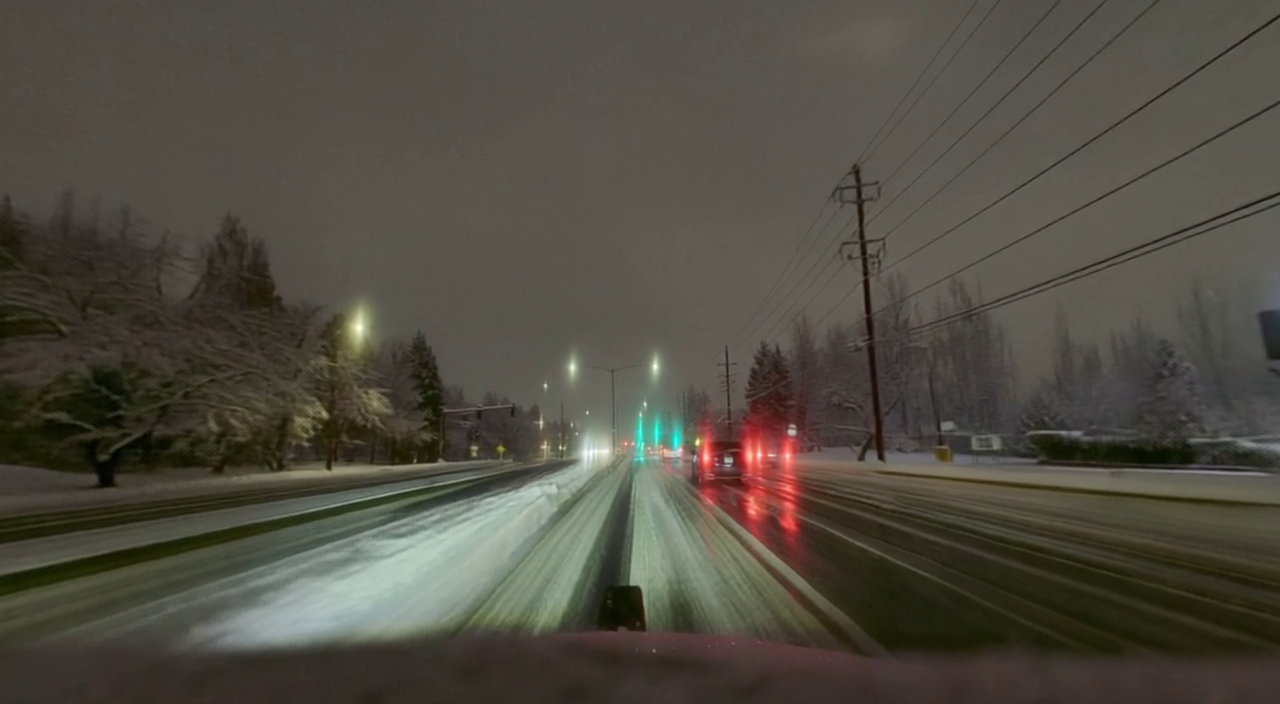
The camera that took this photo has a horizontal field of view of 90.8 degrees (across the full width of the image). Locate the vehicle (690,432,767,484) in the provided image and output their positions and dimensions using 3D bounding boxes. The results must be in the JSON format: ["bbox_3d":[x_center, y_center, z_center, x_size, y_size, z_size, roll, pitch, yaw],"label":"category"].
[{"bbox_3d":[3.003,3.714,22.433,2.078,1.668,4.078,0,-8,-1],"label":"vehicle"}]
